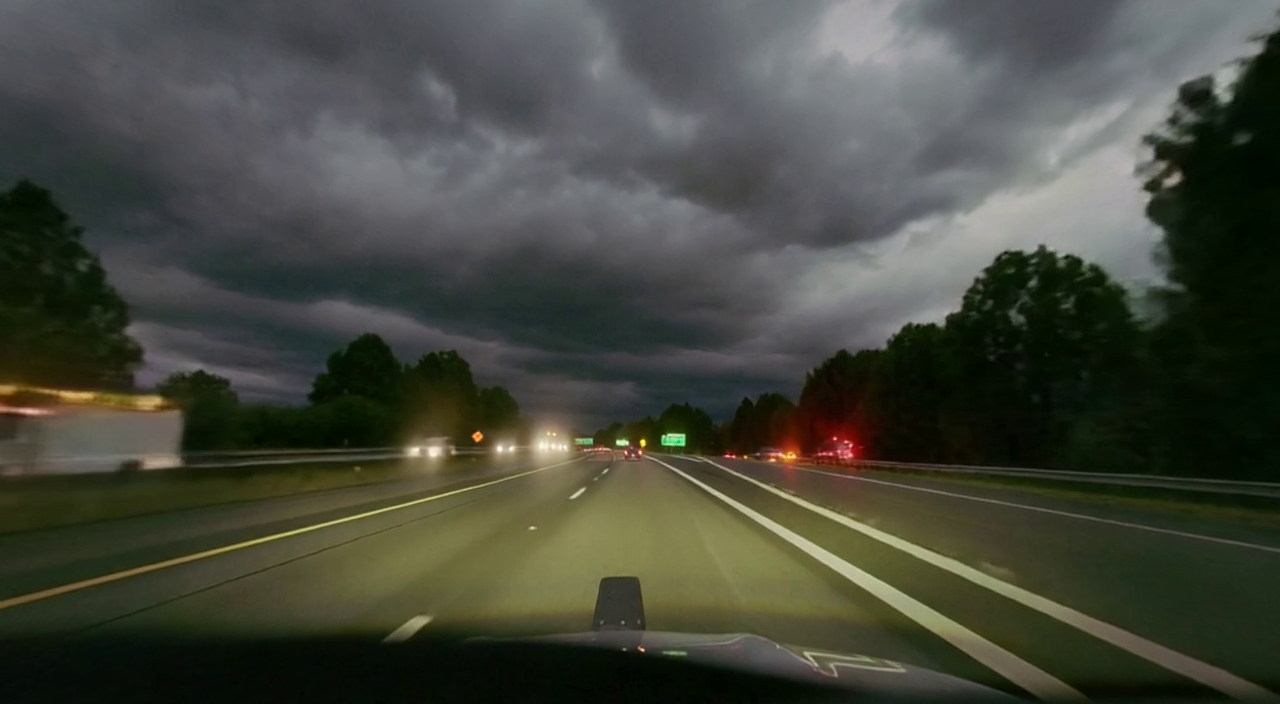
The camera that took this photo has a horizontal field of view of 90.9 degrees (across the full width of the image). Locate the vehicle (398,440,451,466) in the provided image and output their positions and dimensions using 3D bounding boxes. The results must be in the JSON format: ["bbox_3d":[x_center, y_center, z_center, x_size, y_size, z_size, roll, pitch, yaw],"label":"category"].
[{"bbox_3d":[-13.037,6.142,38.406,1.849,1.471,3.999,0,-9,-1],"label":"vehicle"}]

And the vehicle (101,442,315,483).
[{"bbox_3d":[-16.916,4.397,25.762,2.583,1.363,8.841,0,-9,0],"label":"vehicle"}]

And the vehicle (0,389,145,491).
[{"bbox_3d":[-16.822,2.272,16.195,2.404,2.444,7.112,0,-9,0],"label":"vehicle"}]
